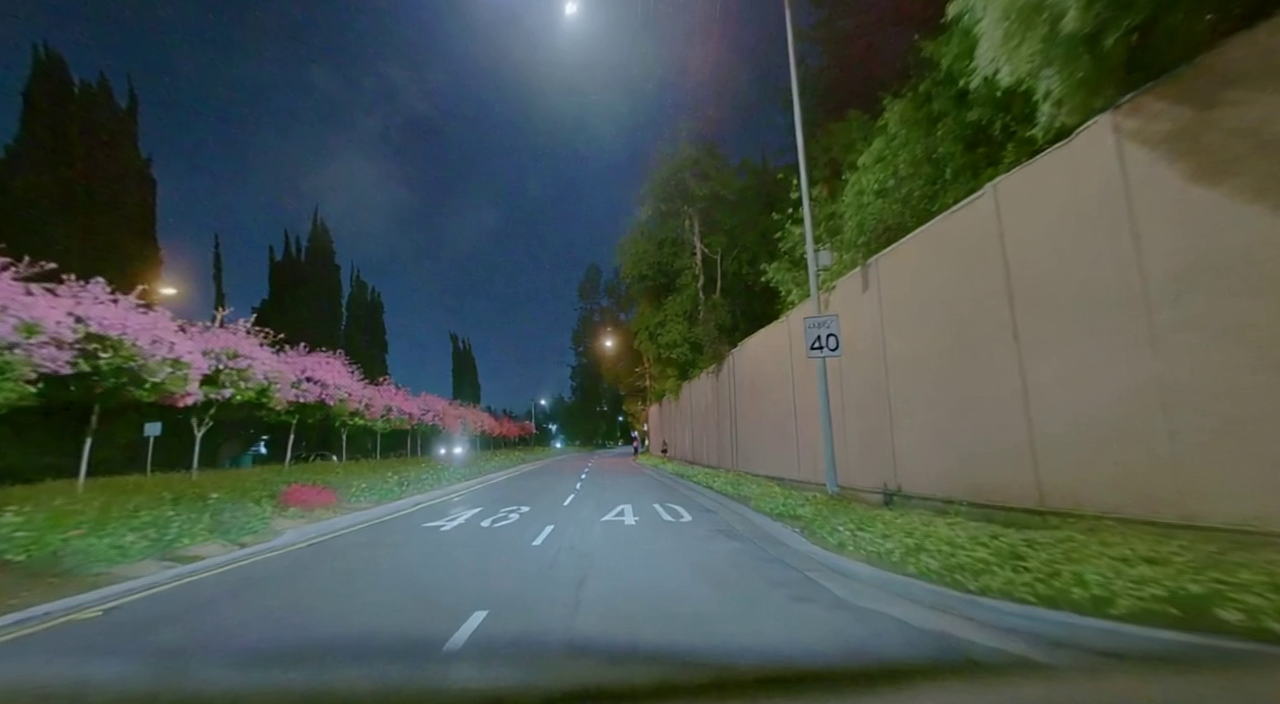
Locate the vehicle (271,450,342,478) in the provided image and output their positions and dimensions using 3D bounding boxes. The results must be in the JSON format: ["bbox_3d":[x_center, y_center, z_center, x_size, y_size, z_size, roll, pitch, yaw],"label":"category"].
[{"bbox_3d":[-18.191,6.089,34.652,1.827,1.404,4.141,0,-8,-3],"label":"vehicle"}]
